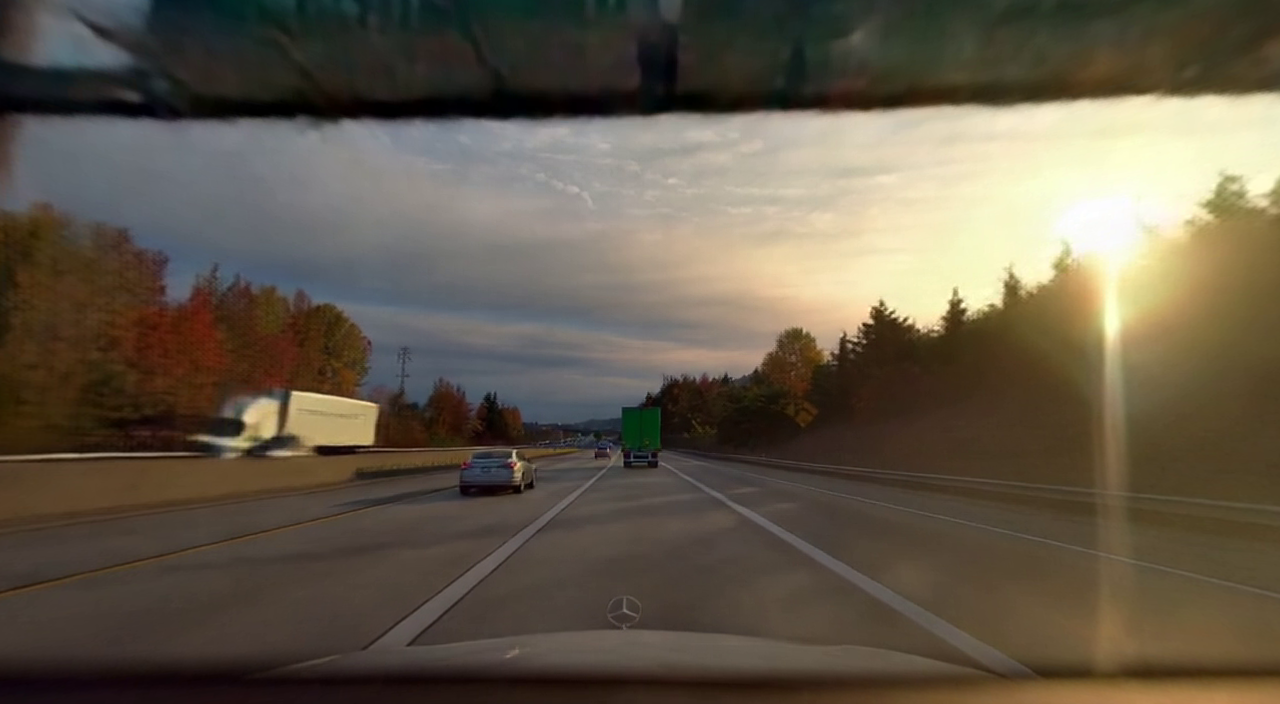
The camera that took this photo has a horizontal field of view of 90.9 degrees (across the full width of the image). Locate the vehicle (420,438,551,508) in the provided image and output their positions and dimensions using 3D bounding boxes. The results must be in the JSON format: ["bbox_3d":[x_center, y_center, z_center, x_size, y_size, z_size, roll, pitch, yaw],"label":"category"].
[{"bbox_3d":[-3.753,3.047,16.424,2.114,1.523,5.110,0,-9,0],"label":"vehicle"}]

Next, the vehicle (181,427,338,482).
[{"bbox_3d":[-12.549,3.443,21.336,2.111,1.639,5.059,0,-9,1],"label":"vehicle"}]

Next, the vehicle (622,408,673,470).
[{"bbox_3d":[0.333,5.785,41.475,2.893,3.628,9.081,0,-9,-2],"label":"vehicle"}]
